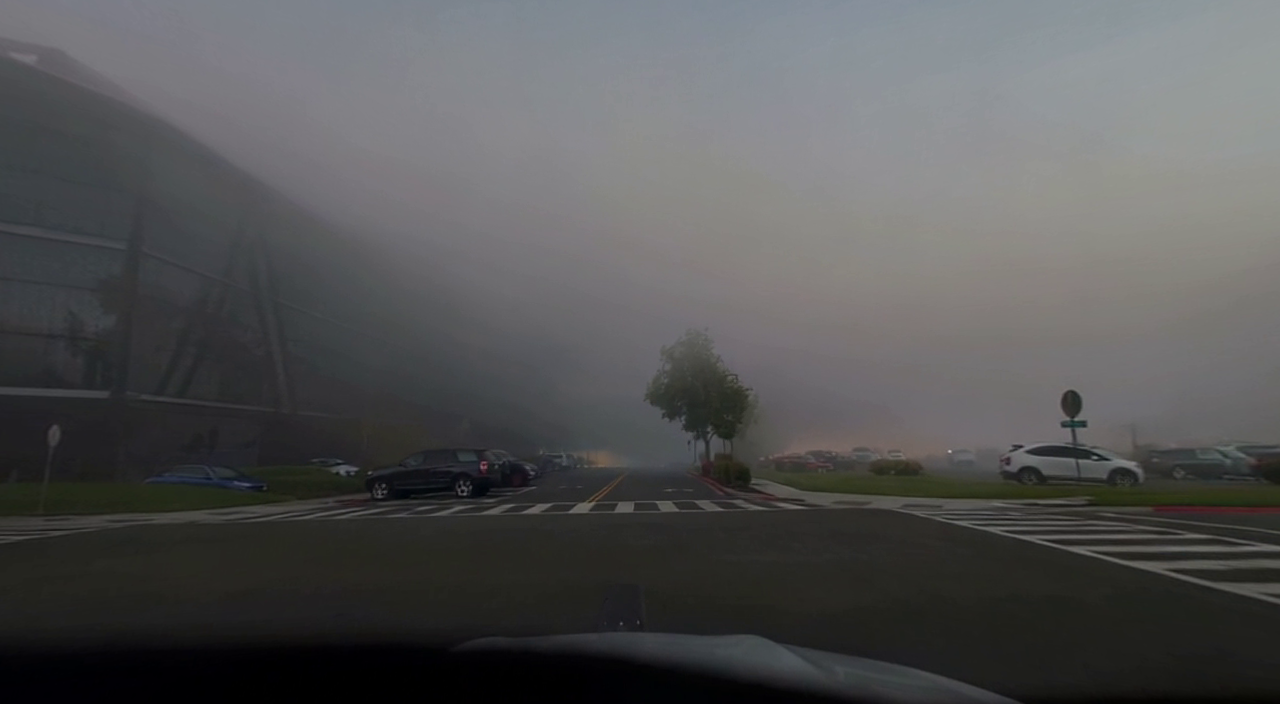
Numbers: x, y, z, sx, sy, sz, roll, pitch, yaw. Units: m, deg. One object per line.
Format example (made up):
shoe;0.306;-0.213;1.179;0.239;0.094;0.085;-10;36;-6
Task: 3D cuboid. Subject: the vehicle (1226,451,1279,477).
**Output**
vehicle;36.955;6.489;36.775;1.678;1.423;4.191;-1;-9;1

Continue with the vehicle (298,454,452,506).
vehicle;-8.690;4.142;20.841;4.442;1.504;1.809;4;-10;-28

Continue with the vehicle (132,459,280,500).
vehicle;-16.599;4.862;24.293;4.331;1.437;1.876;-1;-8;3

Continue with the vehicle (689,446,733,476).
vehicle;4.546;7.051;41.186;2.262;1.794;5.331;0;-8;0

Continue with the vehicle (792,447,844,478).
vehicle;10.524;6.544;37.659;1.936;1.673;4.305;0;-8;2

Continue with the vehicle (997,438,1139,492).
vehicle;16.477;4.356;24.757;2.048;1.852;4.998;0;-8;0

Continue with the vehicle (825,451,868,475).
vehicle;14.184;7.625;43.568;1.935;1.477;3.719;-1;-8;4

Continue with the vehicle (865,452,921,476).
vehicle;17.093;7.550;42.882;1.971;1.478;4.477;0;-8;1

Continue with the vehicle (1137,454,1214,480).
vehicle;31.232;6.681;36.946;1.519;1.371;3.278;0;-8;-1
